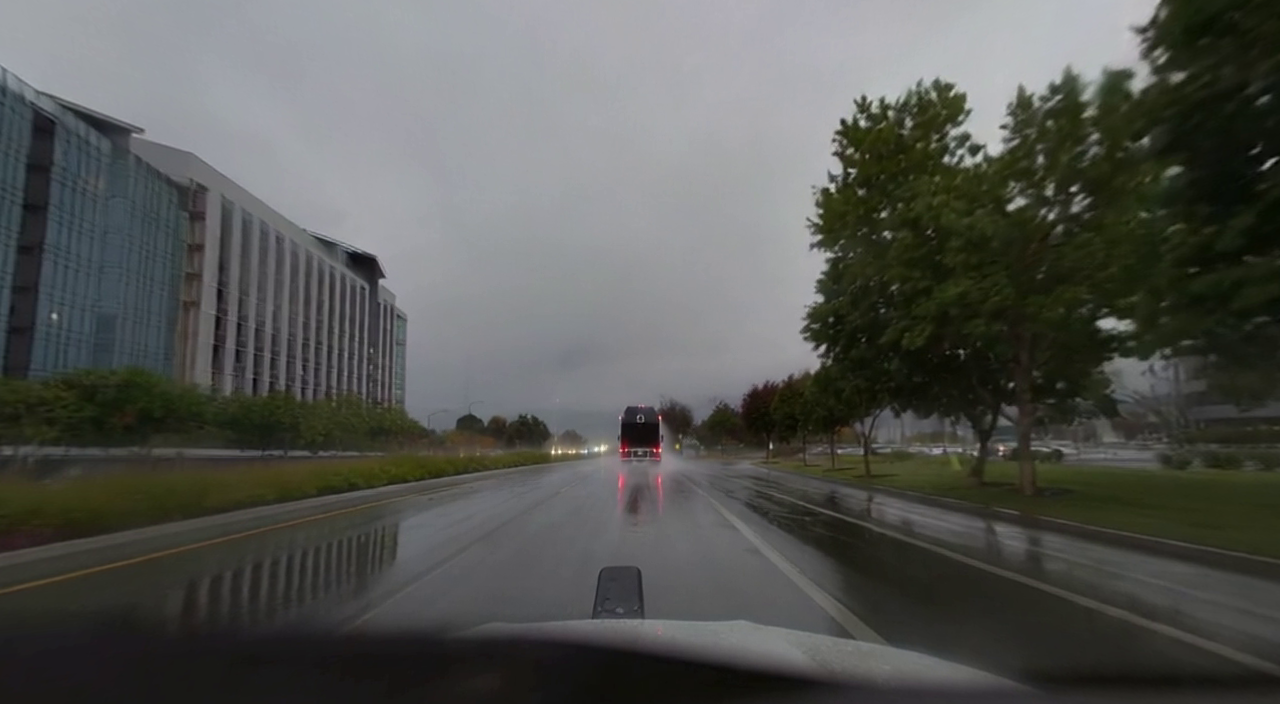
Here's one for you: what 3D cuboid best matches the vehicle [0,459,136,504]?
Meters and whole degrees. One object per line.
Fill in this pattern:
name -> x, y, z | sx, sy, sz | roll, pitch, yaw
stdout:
vehicle -> -22.977, 5.176, 25.598 | 1.797, 1.585, 3.957 | 0, -9, 0

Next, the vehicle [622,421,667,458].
vehicle -> 0.159, 4.637, 33.329 | 2.178, 1.829, 4.932 | 0, -9, -1
